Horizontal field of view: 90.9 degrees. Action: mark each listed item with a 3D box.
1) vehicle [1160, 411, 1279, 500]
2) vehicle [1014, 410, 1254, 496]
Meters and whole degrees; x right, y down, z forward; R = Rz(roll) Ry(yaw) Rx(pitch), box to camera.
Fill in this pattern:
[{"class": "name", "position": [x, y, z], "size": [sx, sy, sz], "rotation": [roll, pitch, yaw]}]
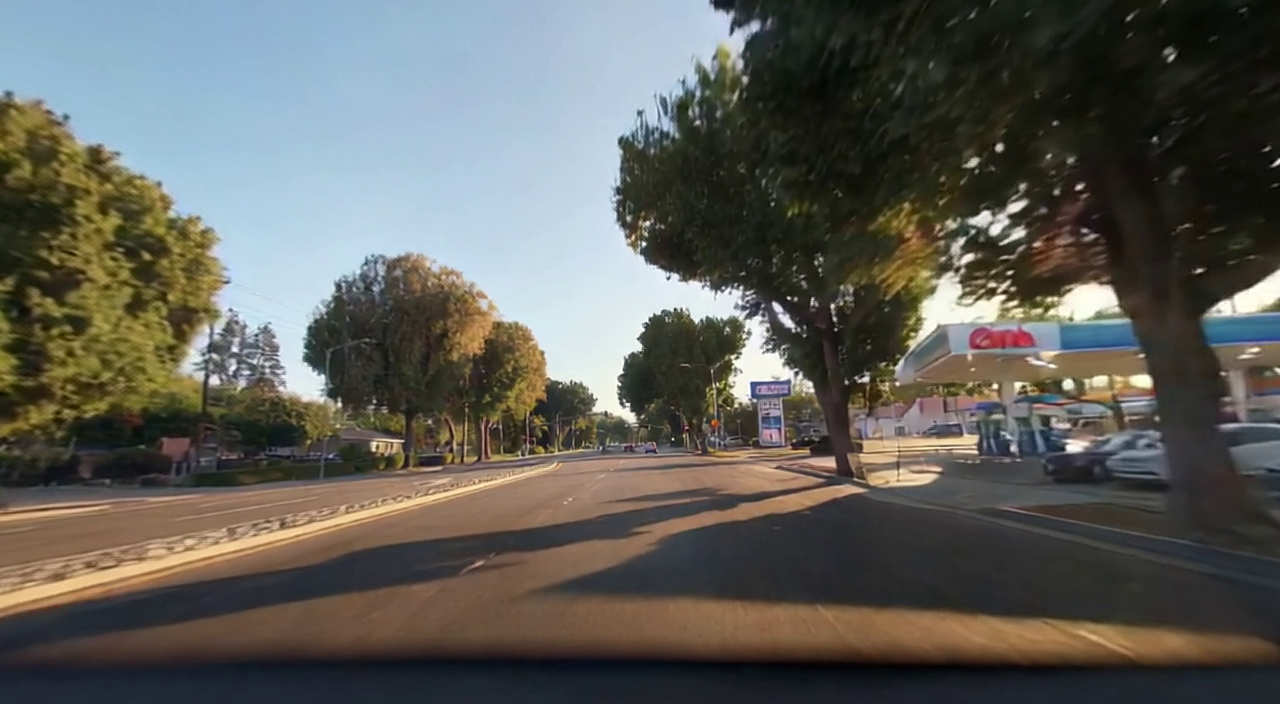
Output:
[{"class": "vehicle", "position": [12.026, 1.840, 11.222], "size": [1.812, 1.517, 4.424], "rotation": [0, -8, 1]}, {"class": "vehicle", "position": [12.354, 2.575, 16.390], "size": [1.983, 1.727, 5.085], "rotation": [-4, -8, -1]}]
